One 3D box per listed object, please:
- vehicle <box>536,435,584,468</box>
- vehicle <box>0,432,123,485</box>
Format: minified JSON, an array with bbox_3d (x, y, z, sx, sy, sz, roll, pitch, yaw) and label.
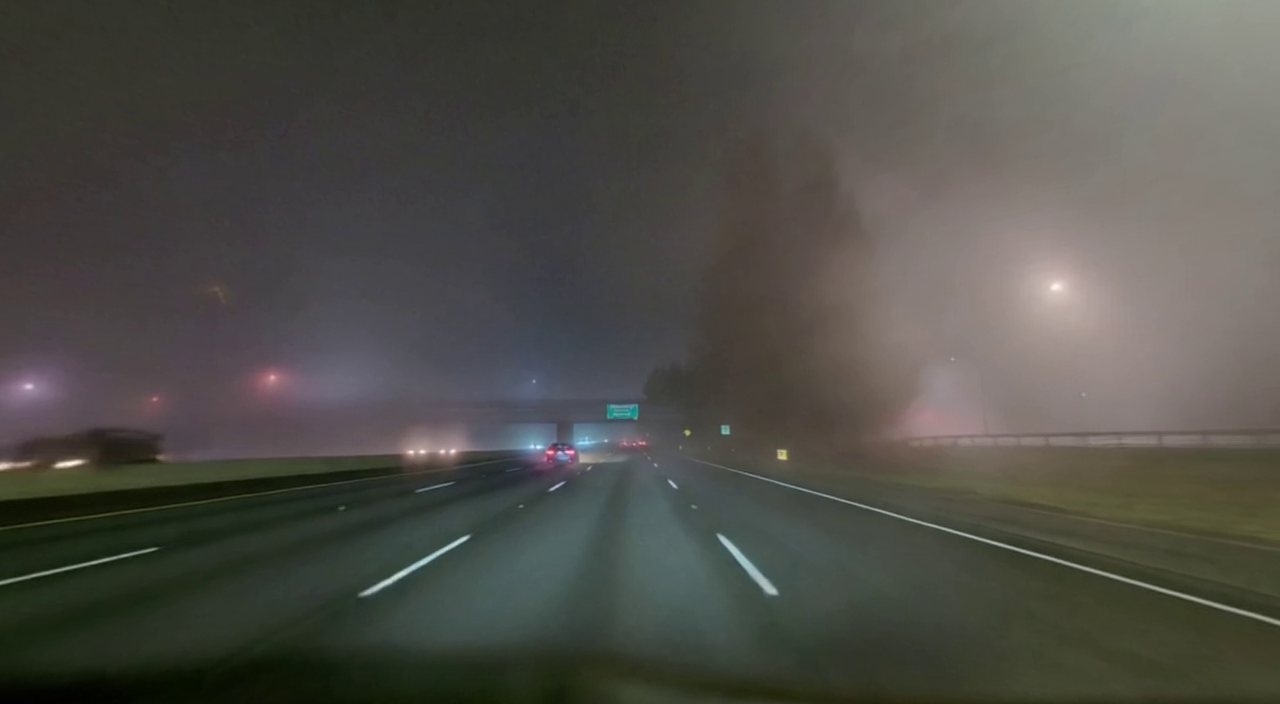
[{"bbox_3d":[-4.454,5.612,35.811,2.102,1.727,4.704,0,-8,0],"label":"vehicle"},{"bbox_3d":[-17.445,3.091,18.631,1.532,1.391,3.350,0,-8,-1],"label":"vehicle"}]
